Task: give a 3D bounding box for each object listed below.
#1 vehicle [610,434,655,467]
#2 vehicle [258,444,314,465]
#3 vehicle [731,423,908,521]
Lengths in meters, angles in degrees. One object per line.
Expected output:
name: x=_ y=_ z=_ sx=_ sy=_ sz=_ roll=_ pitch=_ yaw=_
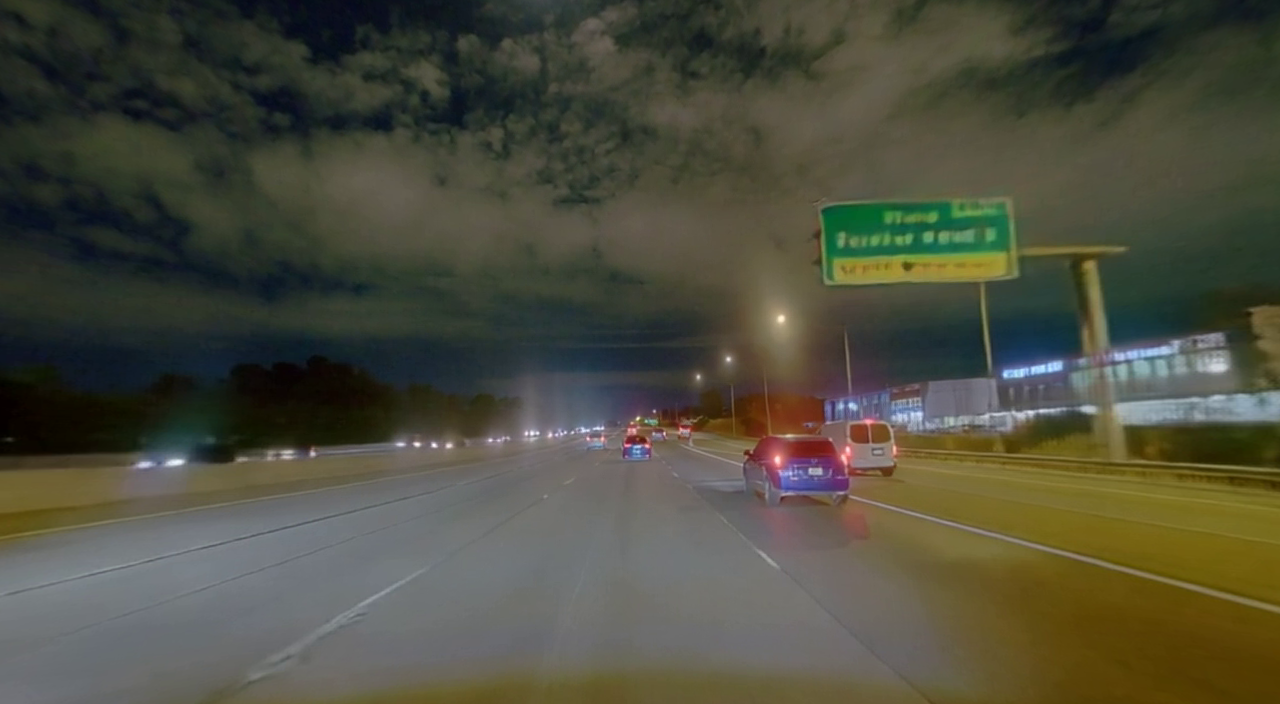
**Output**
vehicle: x=-0.374 y=4.729 z=30.299 sx=2.019 sy=1.472 sz=3.971 roll=0 pitch=-8 yaw=-1
vehicle: x=-27.813 y=8.051 z=49.602 sx=1.850 sy=1.572 sz=4.418 roll=0 pitch=-8 yaw=0
vehicle: x=3.186 y=2.232 z=12.308 sx=1.995 sy=1.533 sz=4.463 roll=0 pitch=-8 yaw=-2
